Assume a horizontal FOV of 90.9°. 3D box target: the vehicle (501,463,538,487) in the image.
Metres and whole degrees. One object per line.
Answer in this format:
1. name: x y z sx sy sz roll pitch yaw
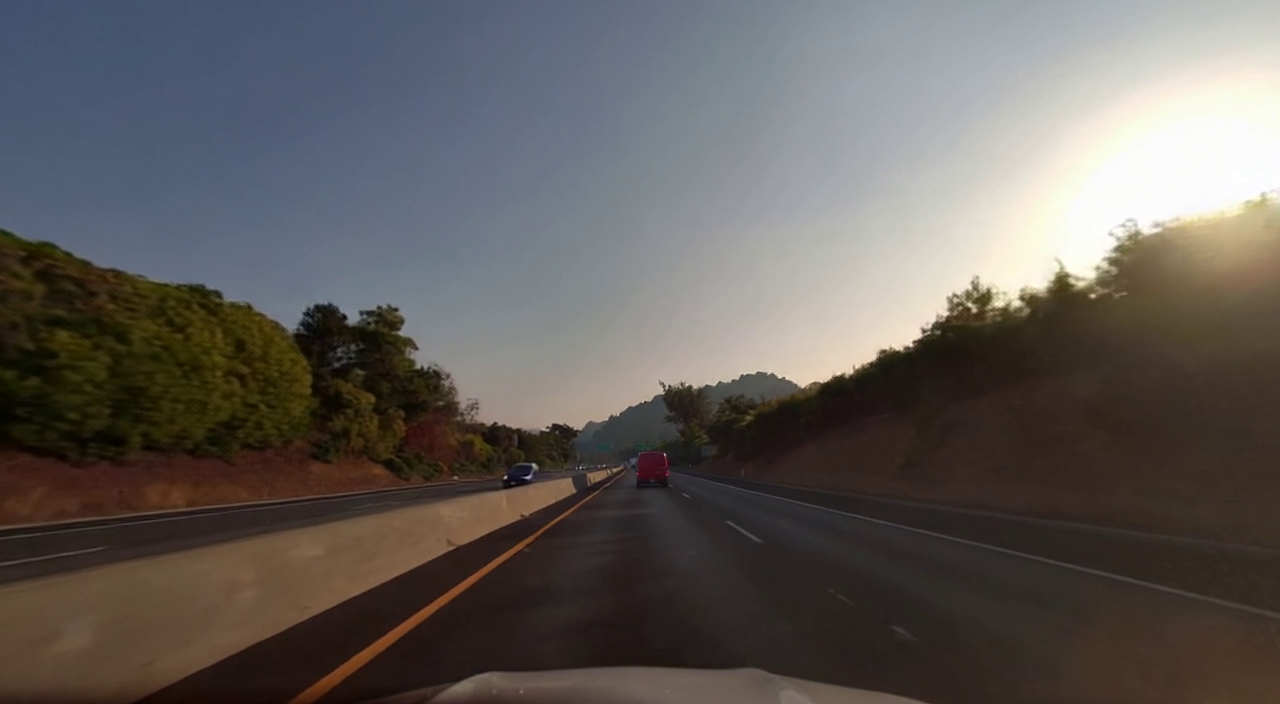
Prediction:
1. vehicle: -8.466 8.708 44.614 1.856 1.540 3.882 1 -10 0

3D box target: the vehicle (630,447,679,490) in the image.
1. vehicle: 0.745 6.454 34.944 2.429 2.167 4.558 1 -10 -2
